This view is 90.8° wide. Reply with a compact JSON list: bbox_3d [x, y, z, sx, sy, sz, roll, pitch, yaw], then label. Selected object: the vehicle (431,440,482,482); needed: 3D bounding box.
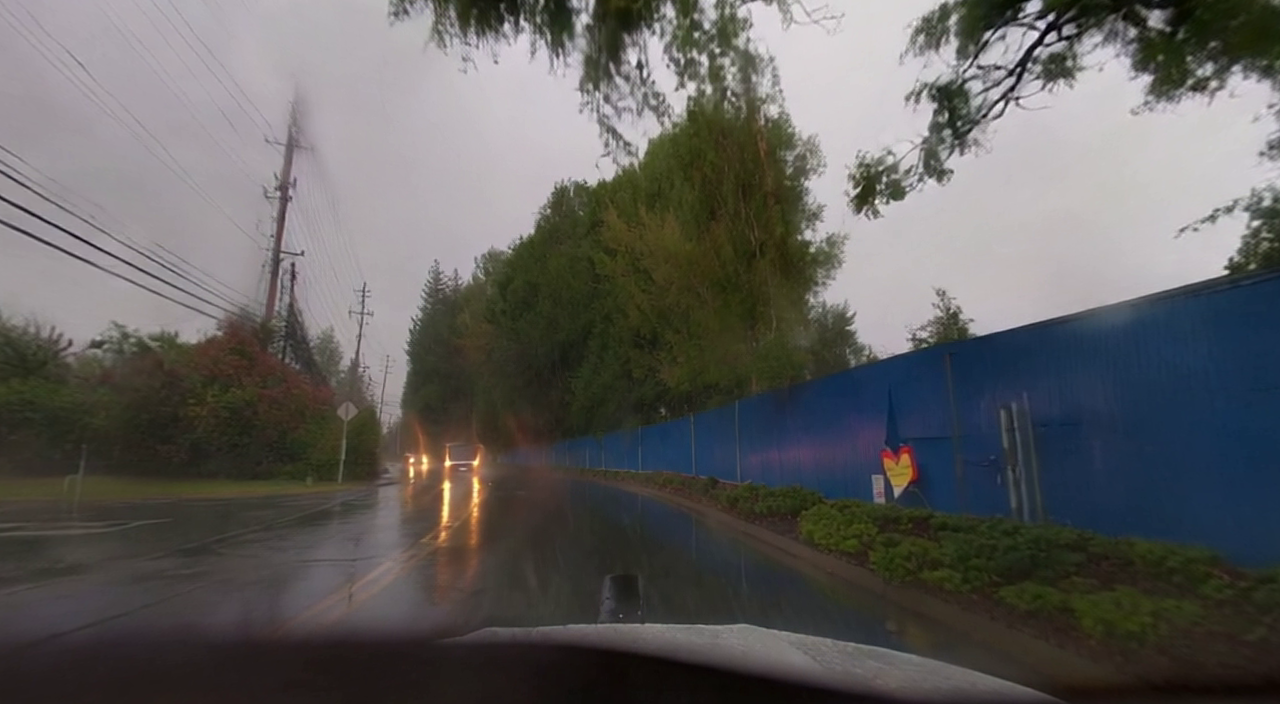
[{"bbox_3d":[-9.056,5.376,31.471,2.185,1.901,4.177,2,-9,-14],"label":"vehicle"}]
